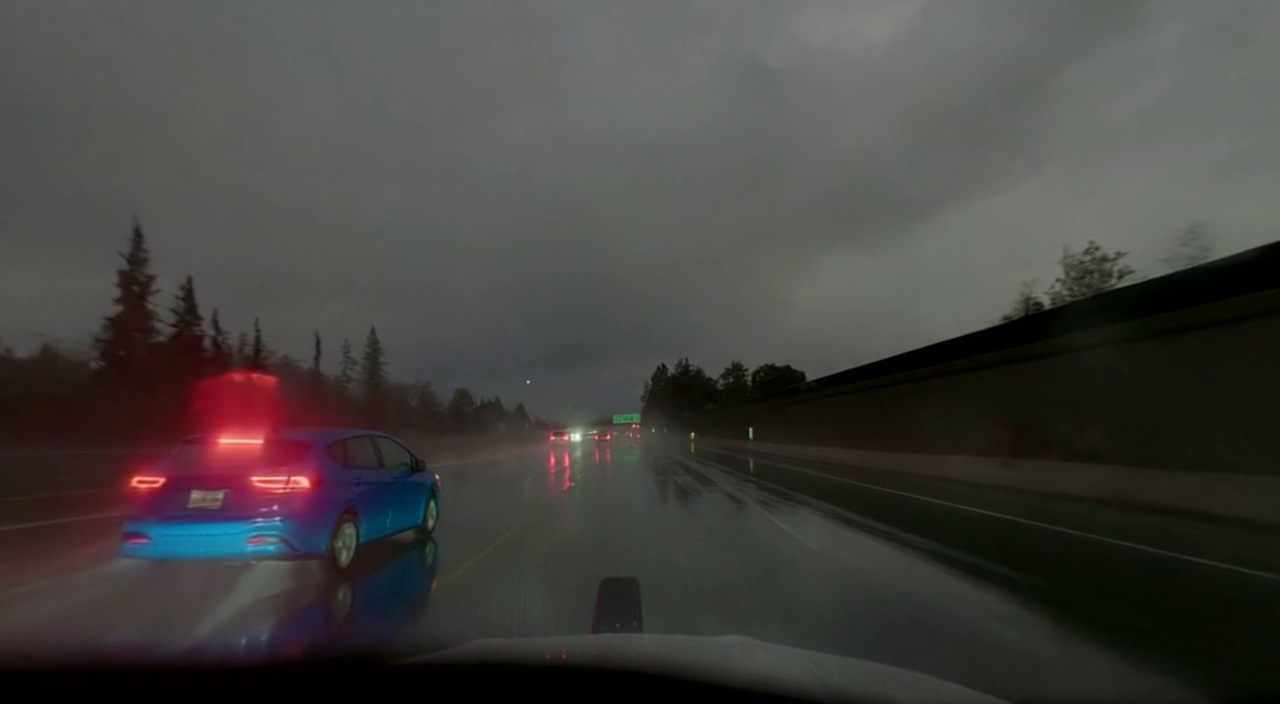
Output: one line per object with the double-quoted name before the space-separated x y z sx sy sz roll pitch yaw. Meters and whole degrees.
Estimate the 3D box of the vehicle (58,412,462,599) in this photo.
"vehicle" -3.632 1.503 7.075 2.079 1.500 3.881 0 -8 1
